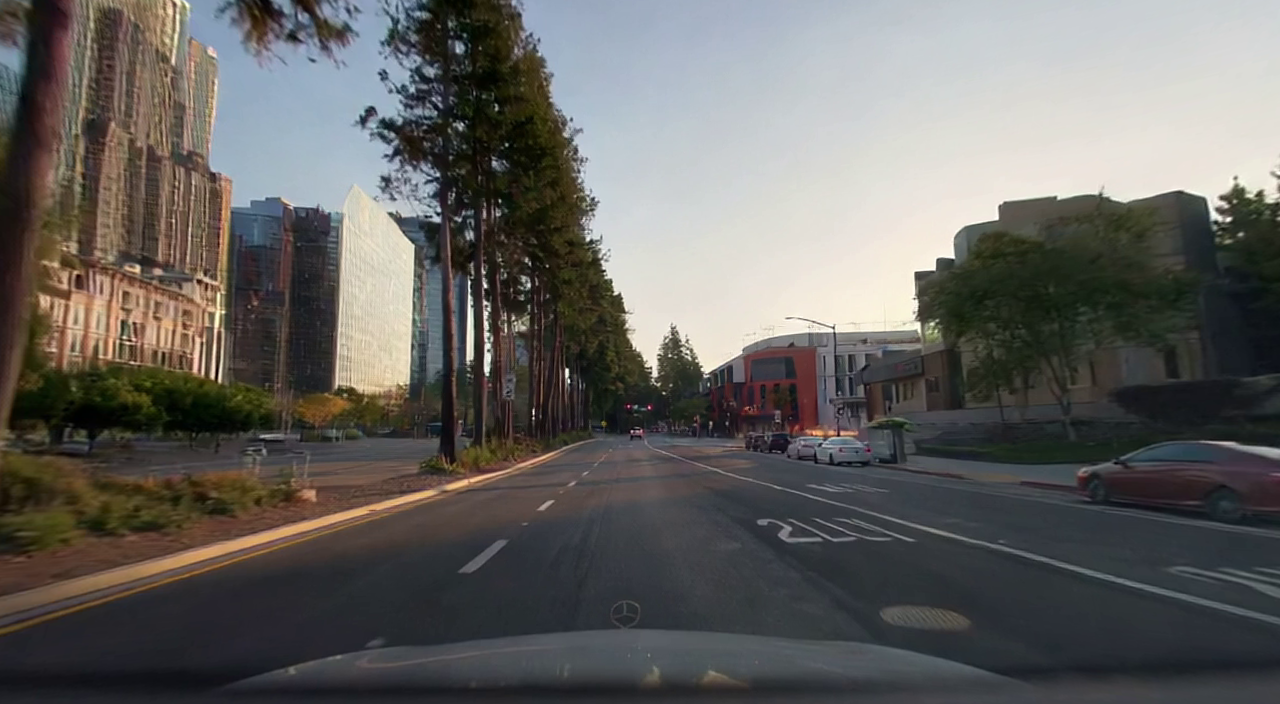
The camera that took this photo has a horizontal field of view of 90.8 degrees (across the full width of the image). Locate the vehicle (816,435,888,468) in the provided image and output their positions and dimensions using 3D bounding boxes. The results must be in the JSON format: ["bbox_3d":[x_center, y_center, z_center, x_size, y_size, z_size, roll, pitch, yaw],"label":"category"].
[{"bbox_3d":[10.595,5.005,31.881,1.927,1.489,4.532,0,-9,-2],"label":"vehicle"}]

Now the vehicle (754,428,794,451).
[{"bbox_3d":[10.317,6.841,49.066,1.947,1.716,4.861,0,-9,-1],"label":"vehicle"}]

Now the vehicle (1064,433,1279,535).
[{"bbox_3d":[10.544,2.323,11.761,1.911,1.533,4.670,0,-9,-2],"label":"vehicle"}]
